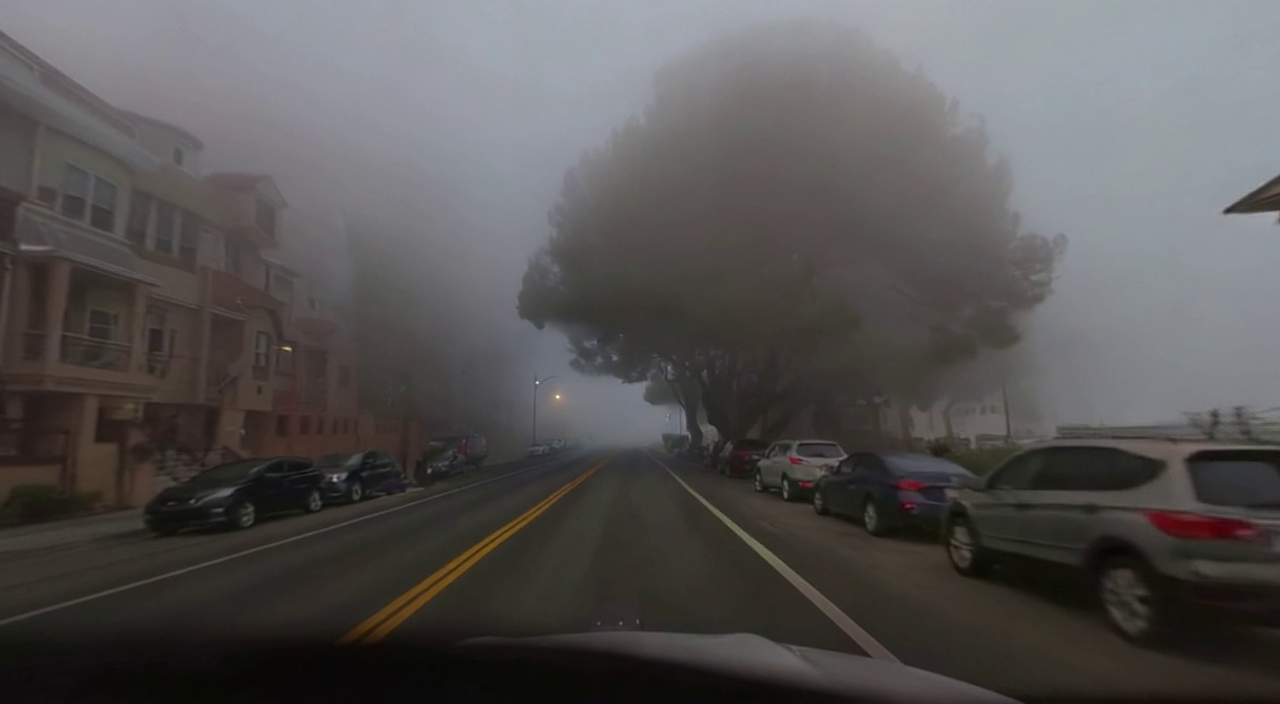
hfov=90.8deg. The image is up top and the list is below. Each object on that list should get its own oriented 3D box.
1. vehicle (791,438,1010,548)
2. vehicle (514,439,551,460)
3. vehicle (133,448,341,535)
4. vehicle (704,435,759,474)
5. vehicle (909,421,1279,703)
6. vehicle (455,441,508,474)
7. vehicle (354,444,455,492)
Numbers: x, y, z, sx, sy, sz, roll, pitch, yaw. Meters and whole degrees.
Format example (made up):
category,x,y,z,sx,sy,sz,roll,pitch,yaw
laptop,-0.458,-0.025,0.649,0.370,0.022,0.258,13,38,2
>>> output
category,x,y,z,sx,sy,sz,roll,pitch,yaw
vehicle,4.075,2.244,10.806,1.748,1.471,4.305,0,-9,-3
vehicle,-8.324,7.599,49.220,1.981,1.505,4.359,-1,-9,2
vehicle,-8.098,2.786,13.239,1.852,1.482,3.916,-1,-9,-2
vehicle,4.185,4.771,29.579,1.889,1.703,4.253,0,-9,-1
vehicle,4.178,1.465,5.533,1.845,1.556,3.929,0,-9,-1
vehicle,-8.233,5.483,33.068,1.883,1.565,3.655,-2,-8,-1
vehicle,-8.211,4.056,22.472,1.875,1.498,4.395,-1,-8,0
